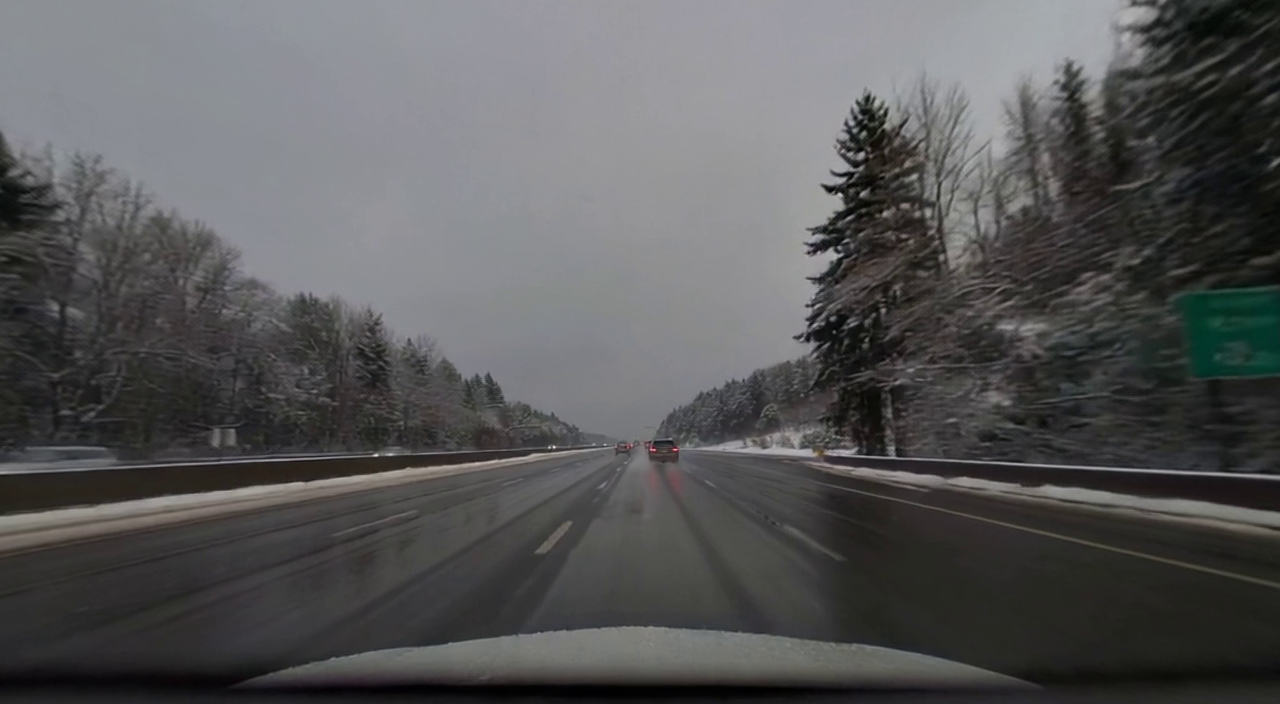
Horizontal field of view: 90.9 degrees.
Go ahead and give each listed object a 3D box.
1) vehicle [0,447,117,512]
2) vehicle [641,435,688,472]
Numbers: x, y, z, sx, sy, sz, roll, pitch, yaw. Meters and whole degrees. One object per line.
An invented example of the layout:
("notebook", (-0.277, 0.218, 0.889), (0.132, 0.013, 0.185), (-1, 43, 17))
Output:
("vehicle", (-21.128, 4.131, 20.744), (2.588, 1.981, 6.134), (0, -8, 0))
("vehicle", (1.230, 5.378, 33.592), (2.260, 1.766, 4.348), (0, -8, -1))
